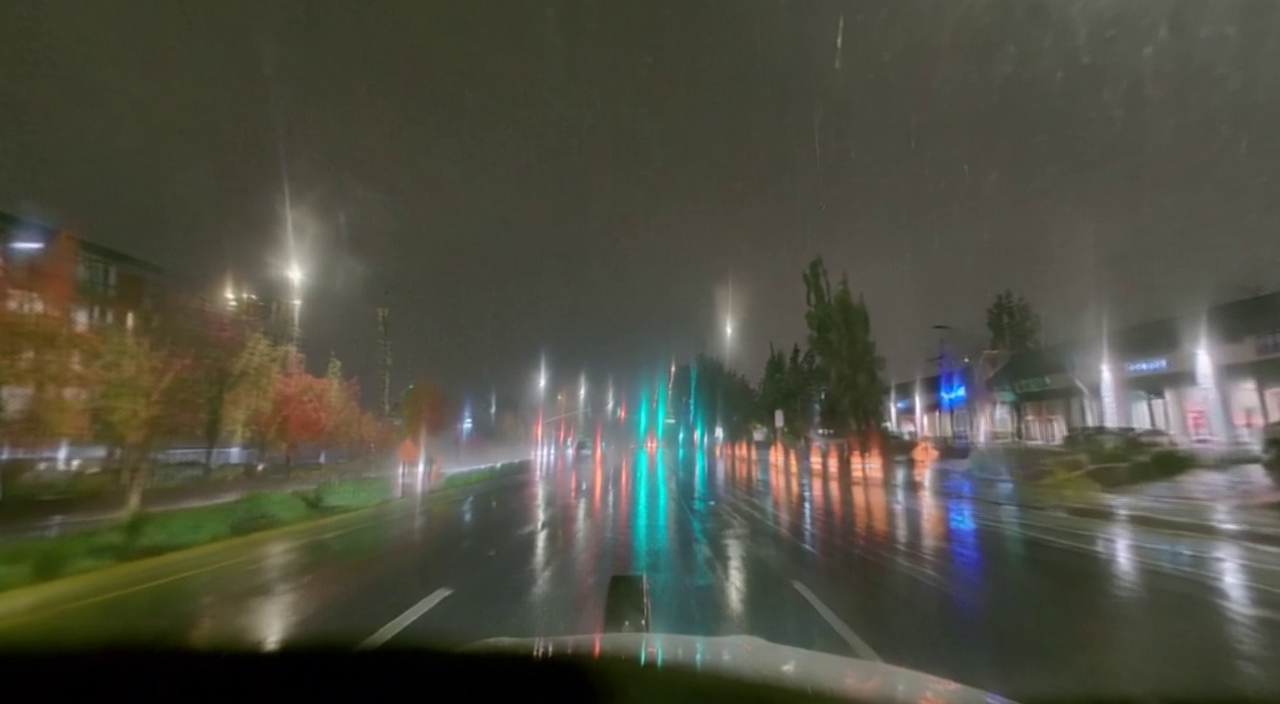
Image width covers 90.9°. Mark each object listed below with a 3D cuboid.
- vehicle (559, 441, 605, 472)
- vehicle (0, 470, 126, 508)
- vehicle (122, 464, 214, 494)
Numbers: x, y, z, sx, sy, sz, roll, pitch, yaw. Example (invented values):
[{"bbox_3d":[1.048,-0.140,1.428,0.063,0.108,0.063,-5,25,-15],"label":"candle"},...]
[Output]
[{"bbox_3d":[-2.880,5.324,32.289,1.926,1.442,4.231,0,-8,0],"label":"vehicle"},{"bbox_3d":[-30.309,7.115,33.089,4.831,1.621,2.138,8,-12,-44],"label":"vehicle"},{"bbox_3d":[-30.053,8.070,40.221,4.492,1.450,1.833,3,-11,-42],"label":"vehicle"}]
